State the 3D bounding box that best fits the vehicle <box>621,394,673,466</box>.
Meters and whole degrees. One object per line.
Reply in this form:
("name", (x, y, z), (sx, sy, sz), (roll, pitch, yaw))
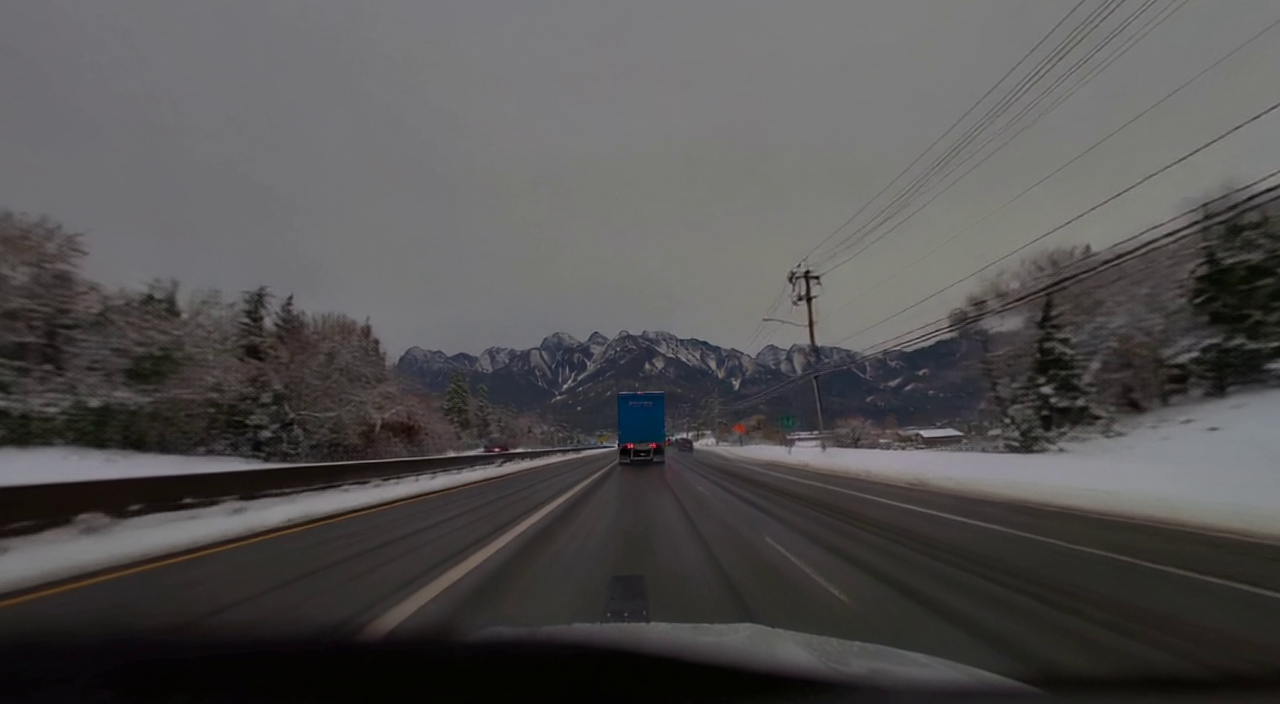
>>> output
("vehicle", (0.332, 5.285, 41.790), (2.919, 4.101, 11.541), (0, -8, -1))
